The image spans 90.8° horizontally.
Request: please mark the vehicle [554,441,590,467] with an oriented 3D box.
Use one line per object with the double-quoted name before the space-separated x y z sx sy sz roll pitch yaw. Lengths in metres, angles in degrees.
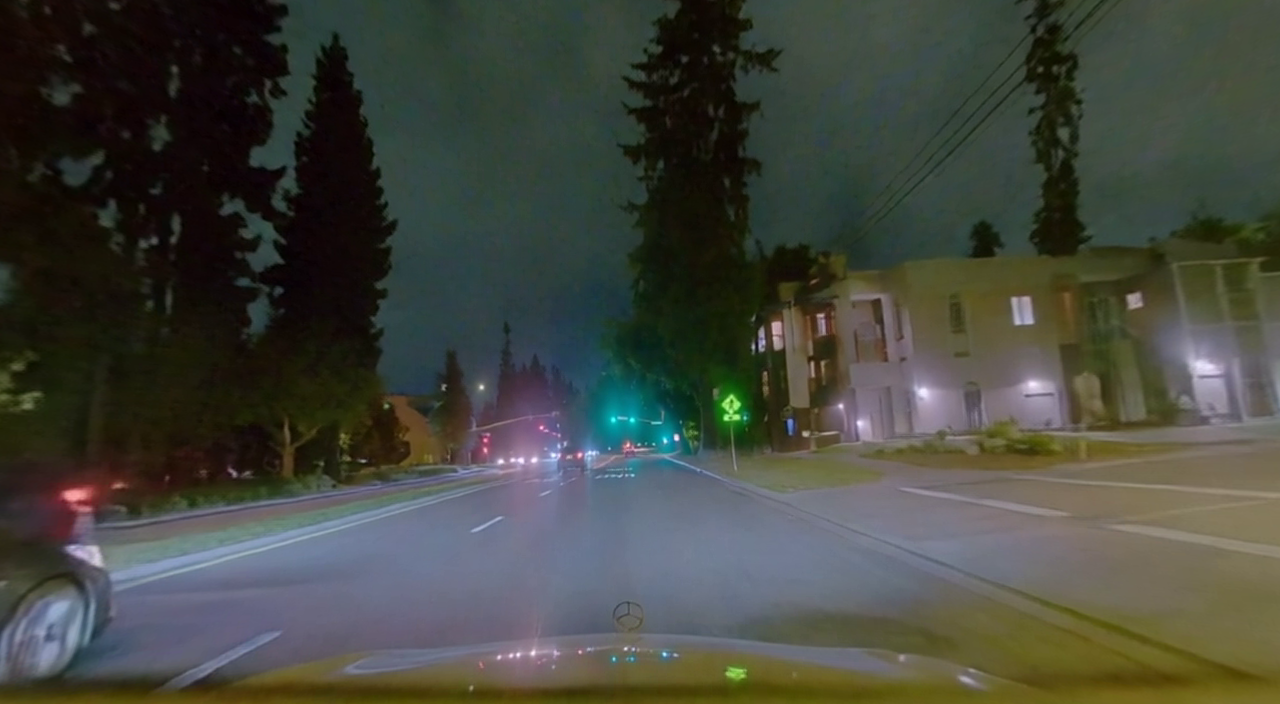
"vehicle" -4.833 7.269 45.244 2.065 1.714 4.272 0 -8 0
